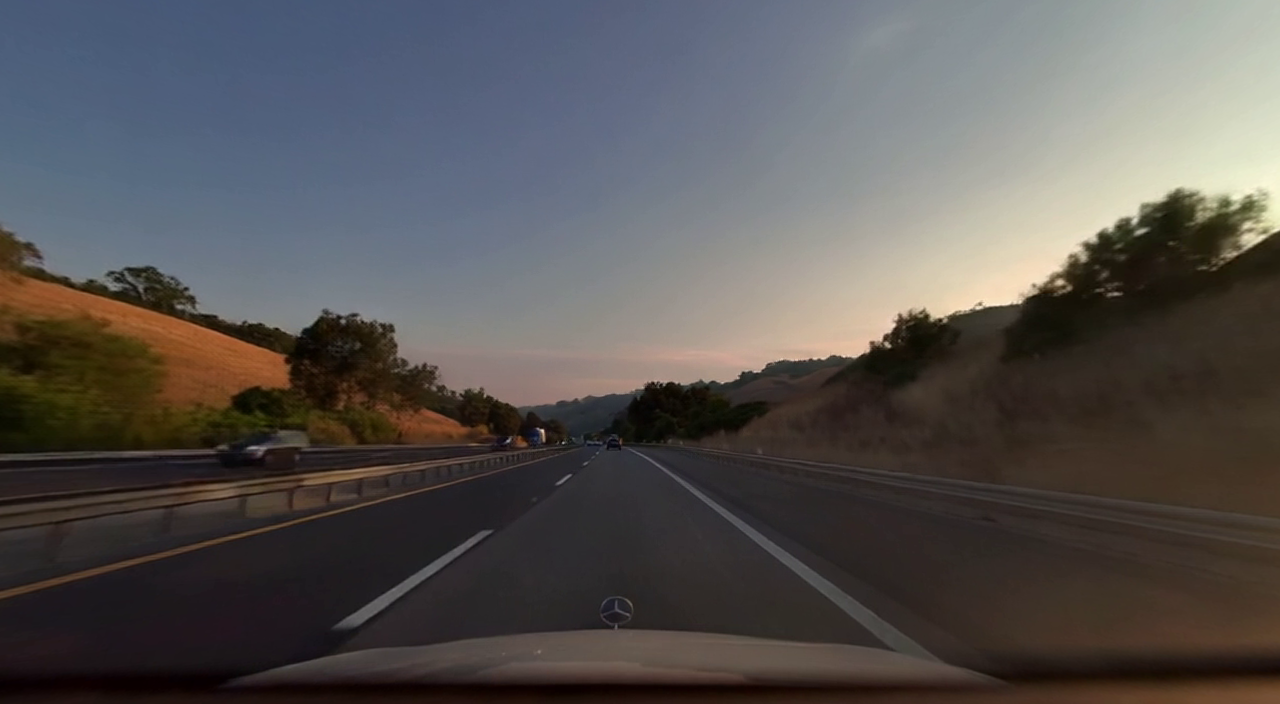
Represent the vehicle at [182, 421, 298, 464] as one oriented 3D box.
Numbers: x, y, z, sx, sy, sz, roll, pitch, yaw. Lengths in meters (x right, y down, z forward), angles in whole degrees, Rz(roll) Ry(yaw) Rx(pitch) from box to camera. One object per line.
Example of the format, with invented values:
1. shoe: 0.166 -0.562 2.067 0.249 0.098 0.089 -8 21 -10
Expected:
1. vehicle: -16.630 3.815 26.501 1.912 1.599 4.611 0 -8 -1
